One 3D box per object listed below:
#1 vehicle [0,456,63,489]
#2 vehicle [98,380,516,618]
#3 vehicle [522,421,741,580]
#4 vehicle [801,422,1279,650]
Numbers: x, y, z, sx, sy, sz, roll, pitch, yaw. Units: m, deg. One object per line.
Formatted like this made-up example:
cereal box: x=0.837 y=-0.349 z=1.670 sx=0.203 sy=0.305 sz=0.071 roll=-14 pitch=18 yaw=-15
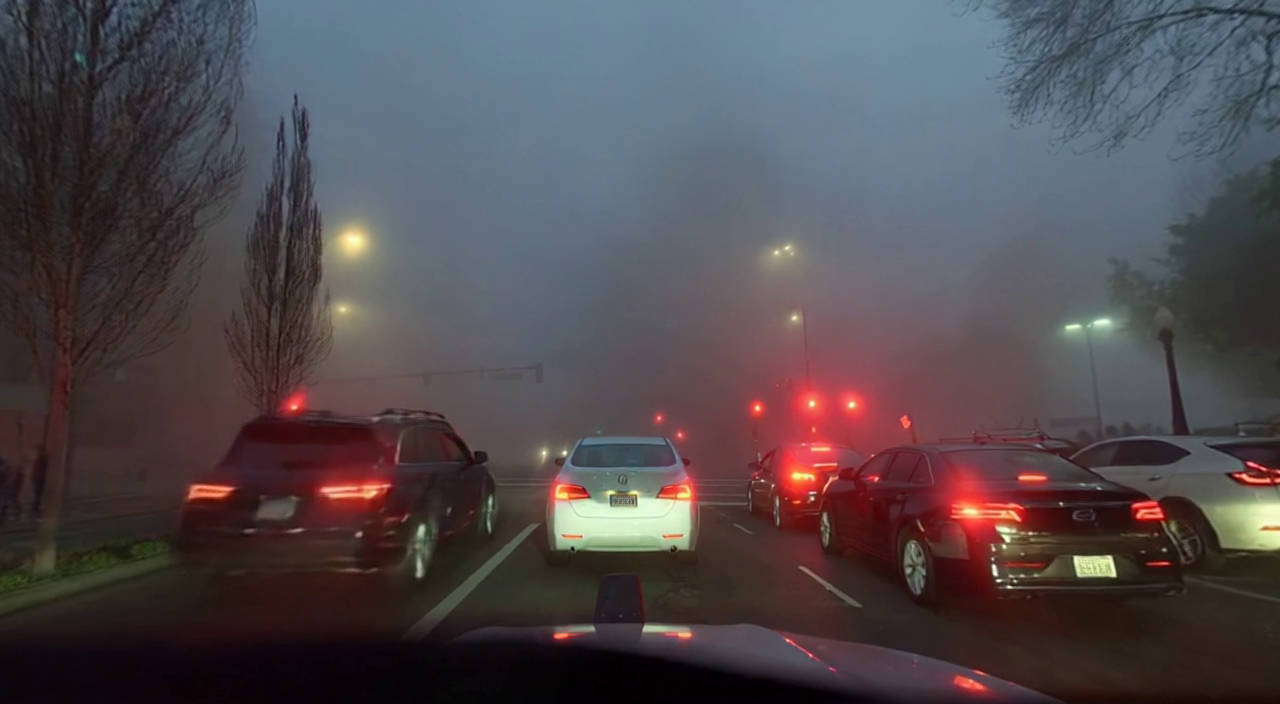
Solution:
vehicle: x=-31.717 y=6.005 z=31.570 sx=1.913 sy=1.531 sz=4.000 roll=-9 pitch=-12 yaw=44
vehicle: x=-3.076 y=1.508 z=7.447 sx=2.223 sy=1.840 sz=4.919 roll=0 pitch=-9 yaw=0
vehicle: x=-0.113 y=1.747 z=8.211 sx=2.118 sy=1.512 sz=4.013 roll=0 pitch=-9 yaw=-1
vehicle: x=3.225 y=1.538 z=6.444 sx=1.912 sy=1.454 sz=4.537 roll=0 pitch=-9 yaw=-1
